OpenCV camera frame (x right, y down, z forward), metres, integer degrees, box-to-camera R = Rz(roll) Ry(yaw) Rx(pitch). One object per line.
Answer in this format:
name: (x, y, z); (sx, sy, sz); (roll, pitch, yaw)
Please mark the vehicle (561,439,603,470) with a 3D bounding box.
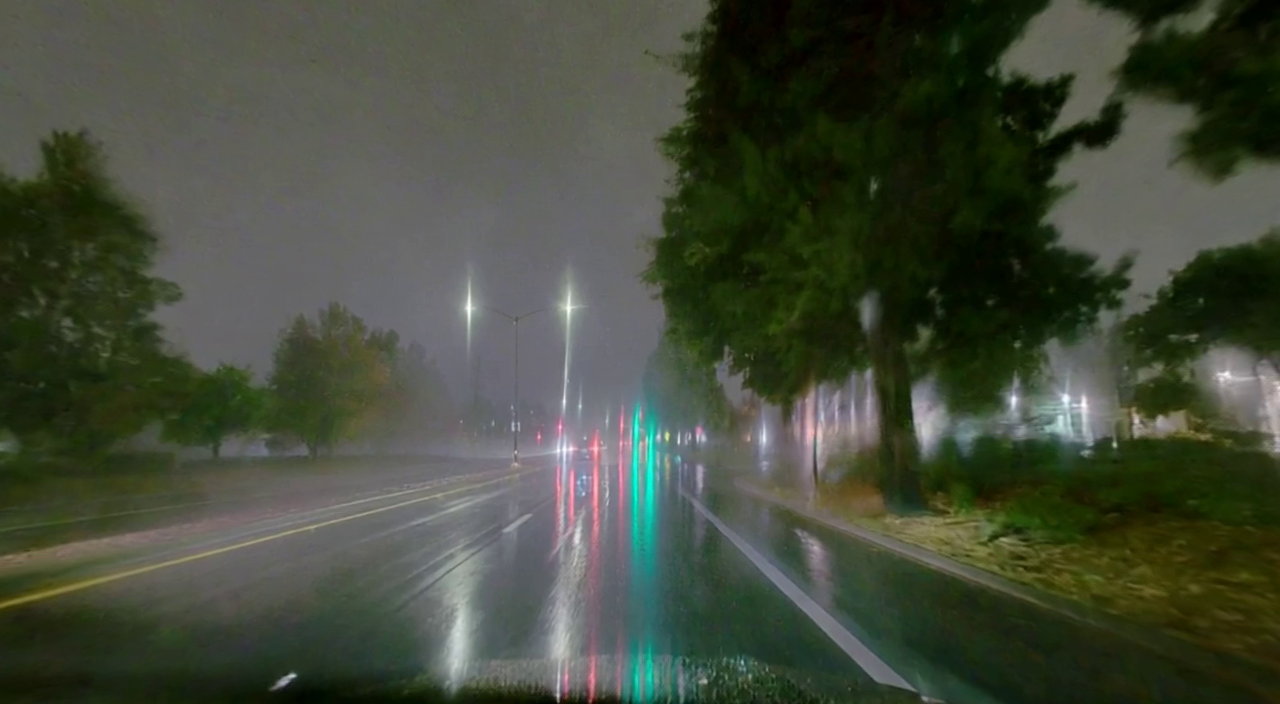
vehicle: (-3.466, 6.256, 38.704); (2.179, 1.771, 4.267); (0, -9, 0)
